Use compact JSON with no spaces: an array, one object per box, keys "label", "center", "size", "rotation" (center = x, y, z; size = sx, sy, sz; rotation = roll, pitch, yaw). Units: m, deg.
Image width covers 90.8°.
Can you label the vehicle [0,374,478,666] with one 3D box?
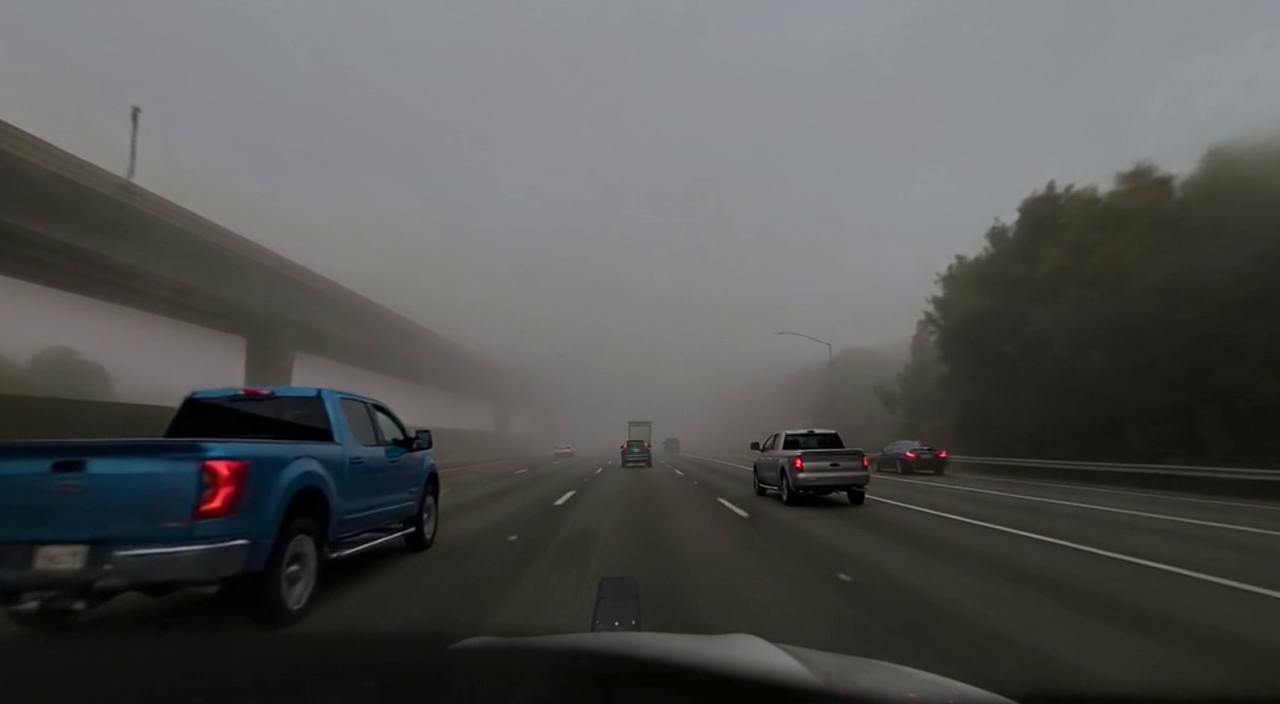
[{"label":"vehicle","center":[-3.579,1.364,6.306],"size":[2.535,1.715,5.030],"rotation":[0,-9,1]}]

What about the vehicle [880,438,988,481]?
[{"label":"vehicle","center":[10.978,4.036,23.972],"size":[1.961,1.480,4.331],"rotation":[0,-9,-1]}]

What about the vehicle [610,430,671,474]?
[{"label":"vehicle","center":[0.039,4.651,29.614],"size":[2.572,1.837,5.693],"rotation":[0,-9,0]}]

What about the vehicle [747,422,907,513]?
[{"label":"vehicle","center":[3.784,2.419,13.661],"size":[2.119,1.653,4.000],"rotation":[0,-9,-1]}]
